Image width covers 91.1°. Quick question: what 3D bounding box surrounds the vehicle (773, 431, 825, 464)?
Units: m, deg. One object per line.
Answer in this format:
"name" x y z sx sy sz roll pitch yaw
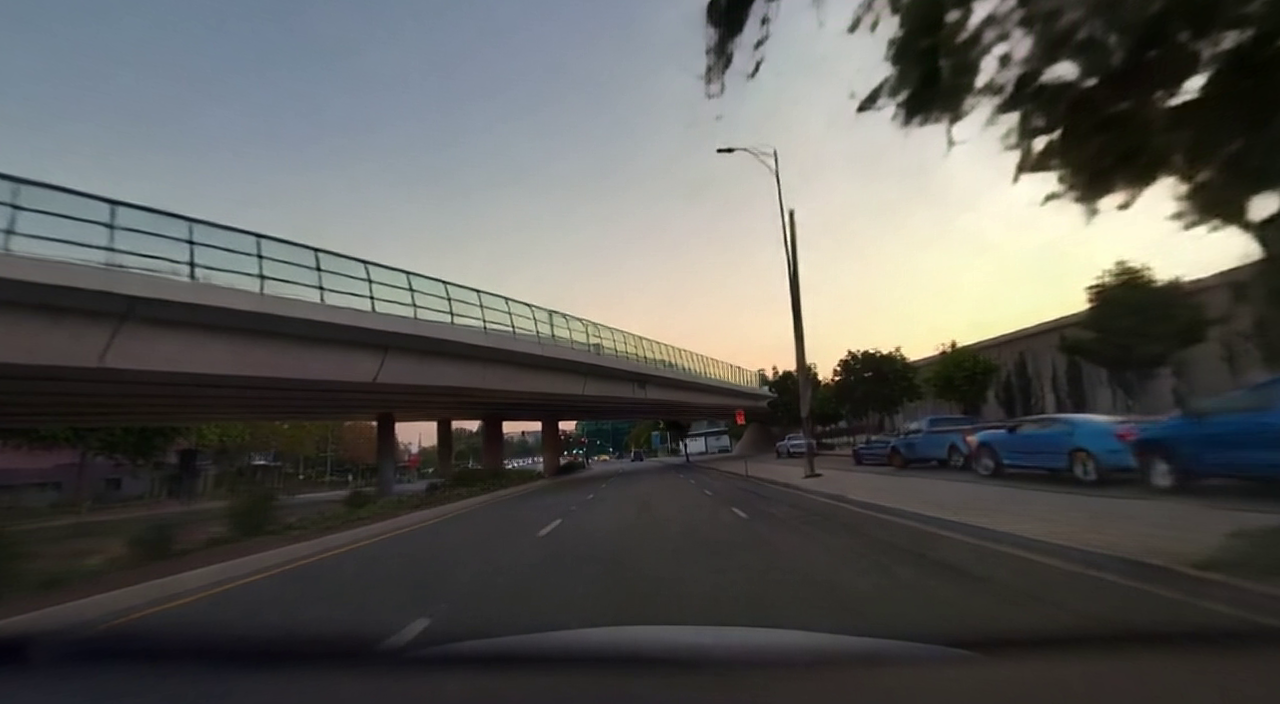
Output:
"vehicle" 10.848 6.575 43.166 2.244 1.866 4.603 -7 -9 0

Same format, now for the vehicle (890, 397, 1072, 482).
"vehicle" 10.626 2.887 20.363 2.287 1.953 5.796 -10 -9 -3

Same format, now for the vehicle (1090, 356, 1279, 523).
"vehicle" 10.035 1.175 8.747 2.445 2.272 6.461 -2 -9 -2
